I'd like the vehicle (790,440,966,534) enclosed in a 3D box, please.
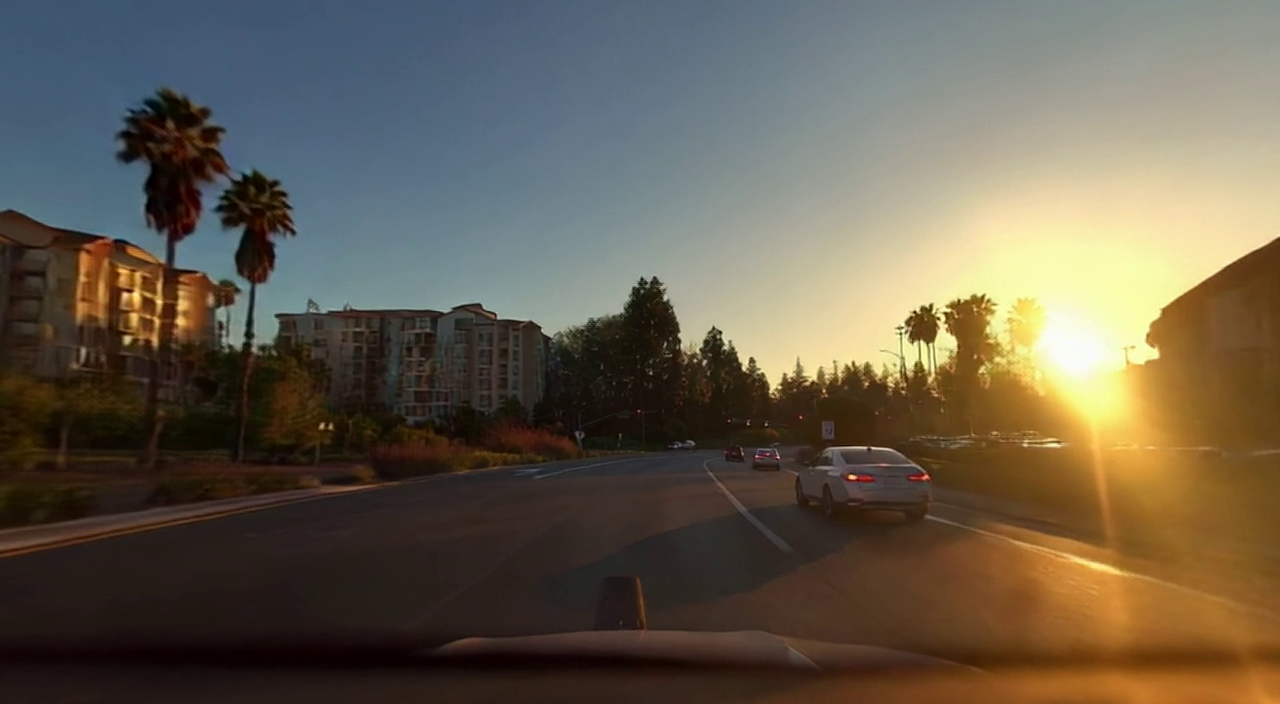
[{"bbox_3d":[4.246,2.436,12.017,1.993,1.483,3.821,-1,-8,3],"label":"vehicle"}]

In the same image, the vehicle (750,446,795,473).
[{"bbox_3d":[7.751,6.281,37.327,2.144,1.473,4.638,-1,-9,6],"label":"vehicle"}]
